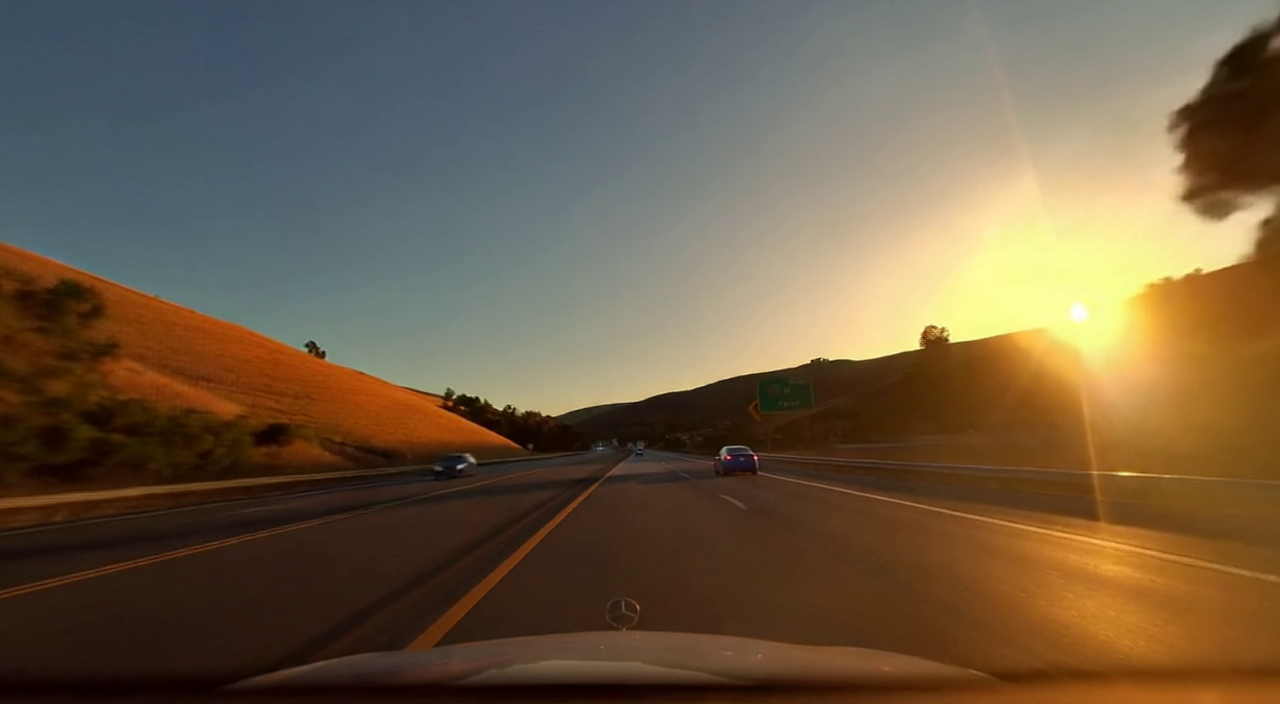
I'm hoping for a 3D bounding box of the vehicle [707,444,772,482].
[{"bbox_3d":[4.106,4.671,26.634,1.981,1.440,4.125,0,-9,-1],"label":"vehicle"}]

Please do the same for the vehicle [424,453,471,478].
[{"bbox_3d":[-13.933,8.204,45.650,2.002,1.675,4.474,-1,-9,0],"label":"vehicle"}]
